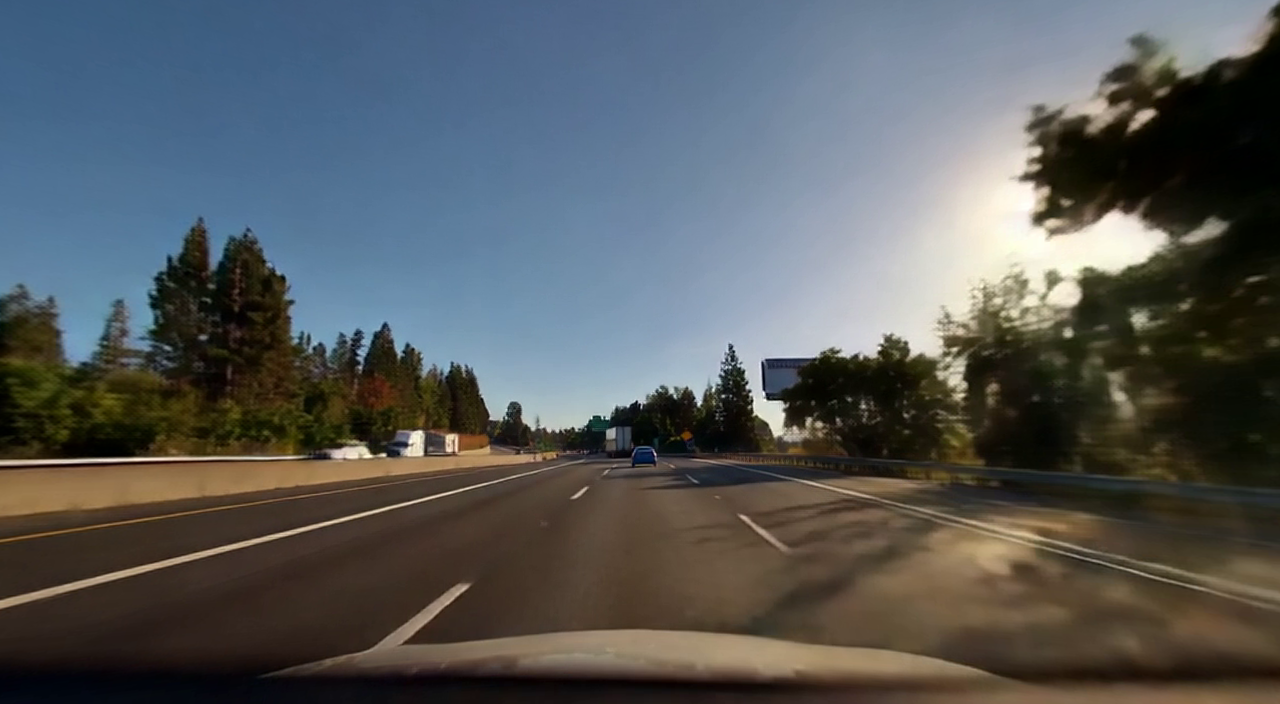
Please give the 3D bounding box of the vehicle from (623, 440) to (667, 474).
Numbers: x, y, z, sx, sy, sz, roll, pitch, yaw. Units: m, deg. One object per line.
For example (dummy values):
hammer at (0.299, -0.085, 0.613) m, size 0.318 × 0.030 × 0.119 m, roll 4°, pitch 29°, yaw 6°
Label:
vehicle at (0.178, 5.131, 30.998) m, size 2.042 × 1.528 × 4.300 m, roll 0°, pitch -8°, yaw -1°

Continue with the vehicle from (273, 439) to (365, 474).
vehicle at (-17.731, 5.776, 35.247) m, size 2.156 × 1.764 × 5.763 m, roll 0°, pitch -8°, yaw 0°
